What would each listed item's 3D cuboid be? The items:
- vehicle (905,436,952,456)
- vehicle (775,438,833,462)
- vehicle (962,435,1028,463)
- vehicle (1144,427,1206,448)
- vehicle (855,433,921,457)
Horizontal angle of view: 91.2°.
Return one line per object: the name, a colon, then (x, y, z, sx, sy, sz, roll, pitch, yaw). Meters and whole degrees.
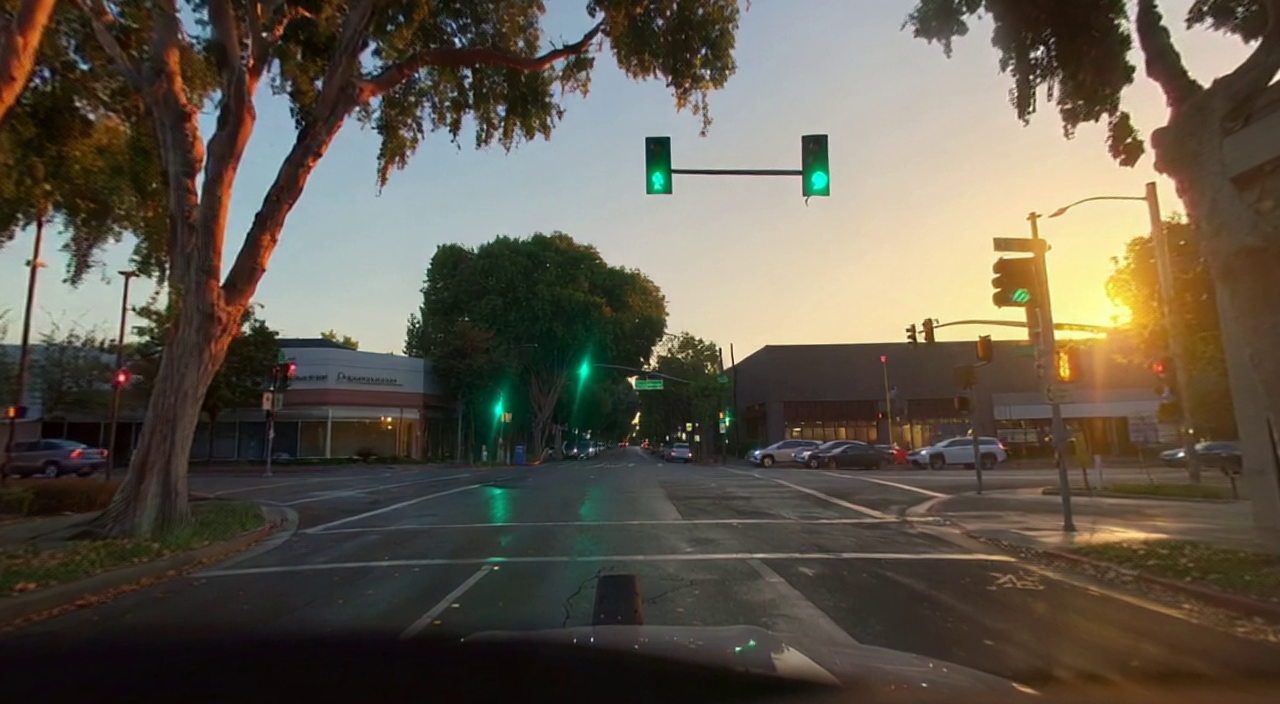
vehicle: (21.798, 7.143, 47.509, 1.923, 1.463, 3.758, -1, -9, 3)
vehicle: (11.103, 6.603, 42.273, 1.955, 1.508, 4.295, -8, -12, 42)
vehicle: (20.948, 5.708, 37.138, 1.851, 1.388, 3.475, 0, -5, 0)
vehicle: (41.031, 6.611, 48.149, 1.682, 1.422, 3.422, 2, -10, 1)
vehicle: (16.914, 6.332, 42.693, 4.522, 1.546, 1.941, 6, -11, -35)
